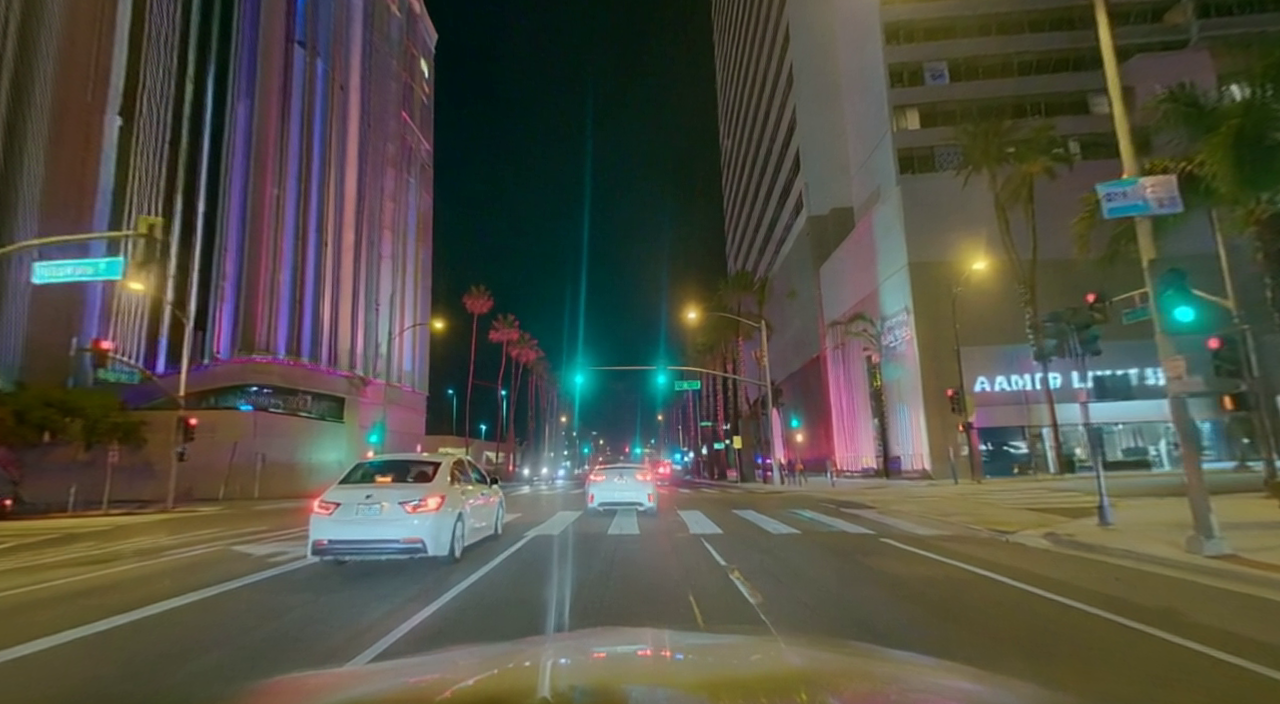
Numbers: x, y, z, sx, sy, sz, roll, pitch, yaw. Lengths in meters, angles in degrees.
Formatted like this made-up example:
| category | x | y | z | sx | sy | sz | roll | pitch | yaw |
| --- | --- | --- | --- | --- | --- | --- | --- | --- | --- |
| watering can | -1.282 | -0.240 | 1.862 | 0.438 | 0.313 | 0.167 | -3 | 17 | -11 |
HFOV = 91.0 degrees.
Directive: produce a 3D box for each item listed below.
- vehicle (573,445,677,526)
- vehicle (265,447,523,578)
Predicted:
| category | x | y | z | sx | sy | sz | roll | pitch | yaw |
| --- | --- | --- | --- | --- | --- | --- | --- | --- | --- |
| vehicle | -0.343 | 3.050 | 15.000 | 2.145 | 1.632 | 3.972 | 0 | -9 | -1 |
| vehicle | -3.291 | 2.218 | 9.682 | 2.096 | 1.492 | 4.666 | 0 | -9 | 0 |
